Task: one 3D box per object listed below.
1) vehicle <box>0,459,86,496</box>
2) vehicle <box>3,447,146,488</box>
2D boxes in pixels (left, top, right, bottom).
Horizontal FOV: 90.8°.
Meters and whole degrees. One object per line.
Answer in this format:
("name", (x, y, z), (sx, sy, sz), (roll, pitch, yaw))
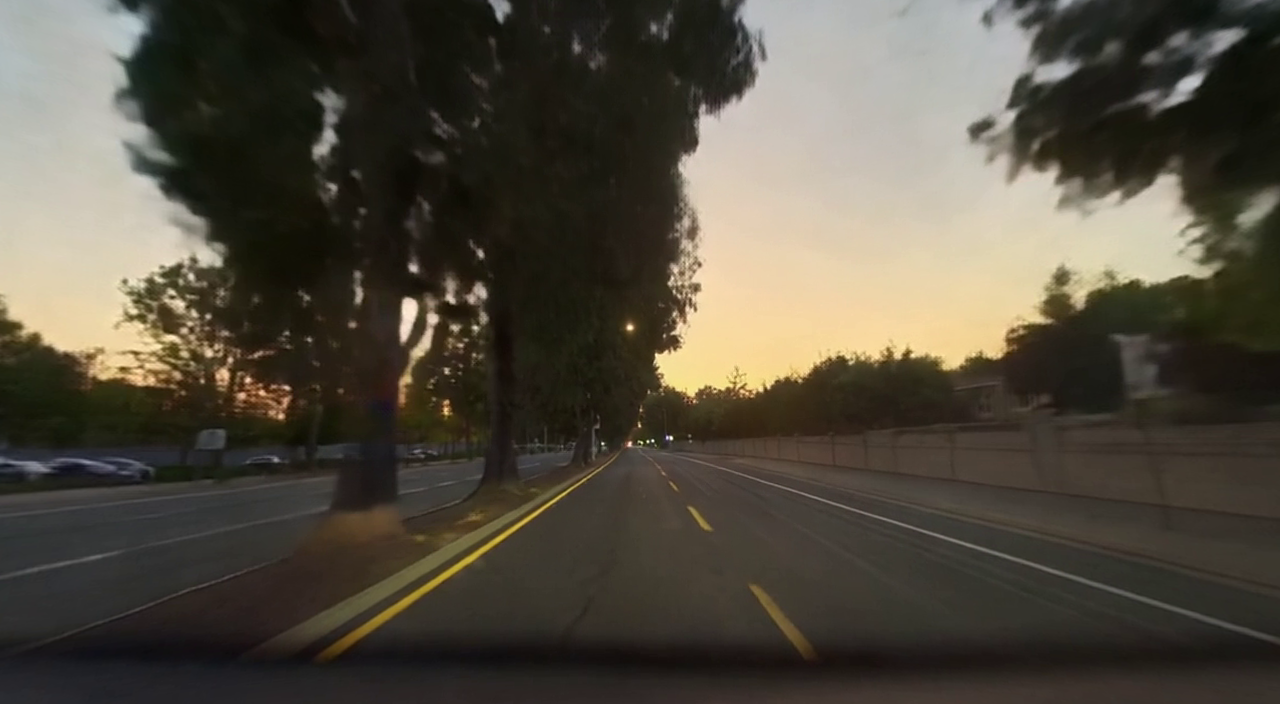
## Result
("vehicle", (-27.314, 5.551, 27.989), (3.810, 1.444, 1.742), (-1, -7, -2))
("vehicle", (-27.445, 5.599, 30.826), (4.783, 1.722, 2.206), (-1, -7, -2))
